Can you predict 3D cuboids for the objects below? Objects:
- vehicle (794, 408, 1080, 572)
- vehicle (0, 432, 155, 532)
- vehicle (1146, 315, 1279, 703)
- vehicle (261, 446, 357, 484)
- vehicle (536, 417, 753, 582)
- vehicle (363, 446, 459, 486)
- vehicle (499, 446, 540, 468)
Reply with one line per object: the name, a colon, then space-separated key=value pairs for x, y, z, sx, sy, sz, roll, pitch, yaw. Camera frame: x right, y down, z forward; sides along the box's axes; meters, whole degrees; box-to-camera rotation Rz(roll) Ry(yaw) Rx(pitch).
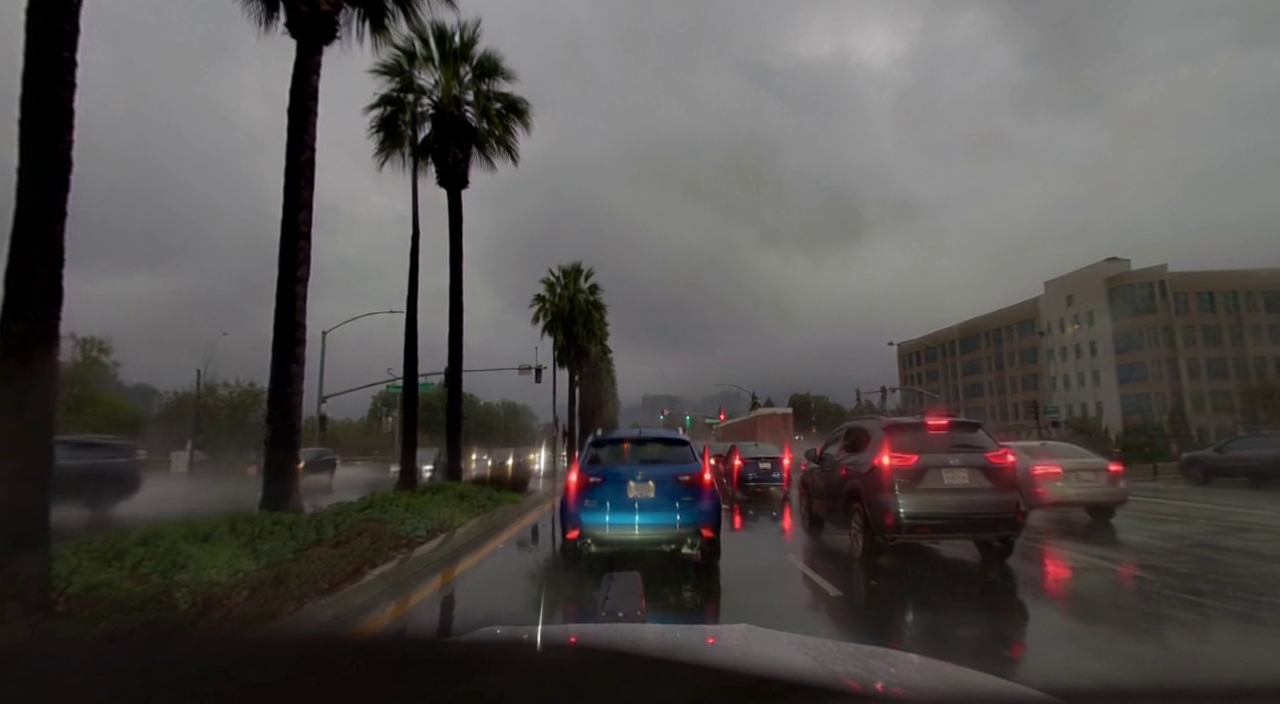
vehicle: x=3.665 y=1.776 z=8.840 sx=1.947 sy=1.725 sz=4.159 roll=0 pitch=-9 yaw=0
vehicle: x=-12.593 y=2.533 z=12.640 sx=2.180 sy=1.776 sz=4.521 roll=0 pitch=-9 yaw=-1
vehicle: x=3.393 y=0.471 z=0.258 sx=2.171 sy=1.806 sz=5.058 roll=0 pitch=-9 yaw=0
vehicle: x=-16.416 y=5.582 z=31.646 sx=2.167 sy=1.737 sz=4.824 roll=0 pitch=-9 yaw=0
vehicle: x=0.033 y=1.729 z=8.164 sx=2.083 sy=1.572 sz=4.021 roll=0 pitch=-9 yaw=0
vehicle: x=-9.180 y=4.602 z=25.813 sx=2.168 sy=1.462 sz=4.505 roll=0 pitch=-9 yaw=1
vehicle: x=-8.625 y=7.574 z=45.595 sx=1.975 sy=1.478 sz=4.670 roll=0 pitch=-9 yaw=0
